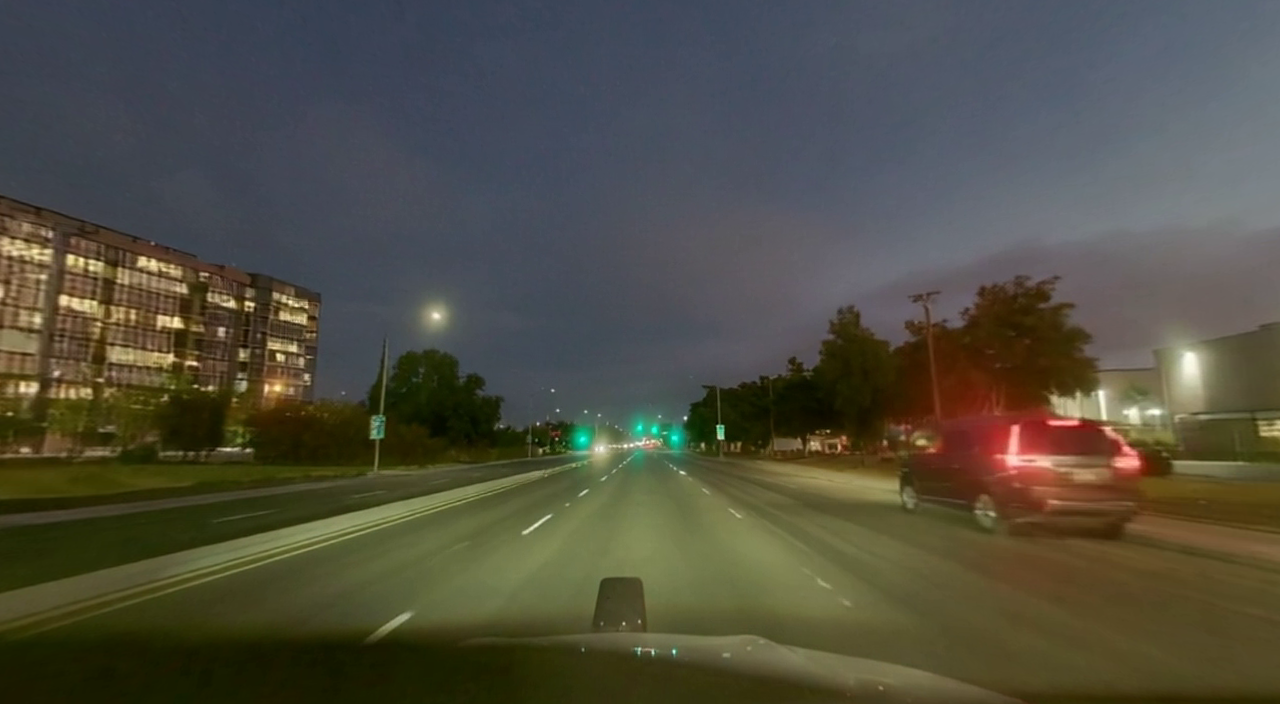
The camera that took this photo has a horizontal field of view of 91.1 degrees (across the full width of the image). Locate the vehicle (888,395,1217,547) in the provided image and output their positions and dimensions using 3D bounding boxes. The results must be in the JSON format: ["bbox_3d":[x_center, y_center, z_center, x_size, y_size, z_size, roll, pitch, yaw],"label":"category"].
[{"bbox_3d":[6.956,2.100,11.729,2.365,2.138,5.499,0,-8,0],"label":"vehicle"}]
